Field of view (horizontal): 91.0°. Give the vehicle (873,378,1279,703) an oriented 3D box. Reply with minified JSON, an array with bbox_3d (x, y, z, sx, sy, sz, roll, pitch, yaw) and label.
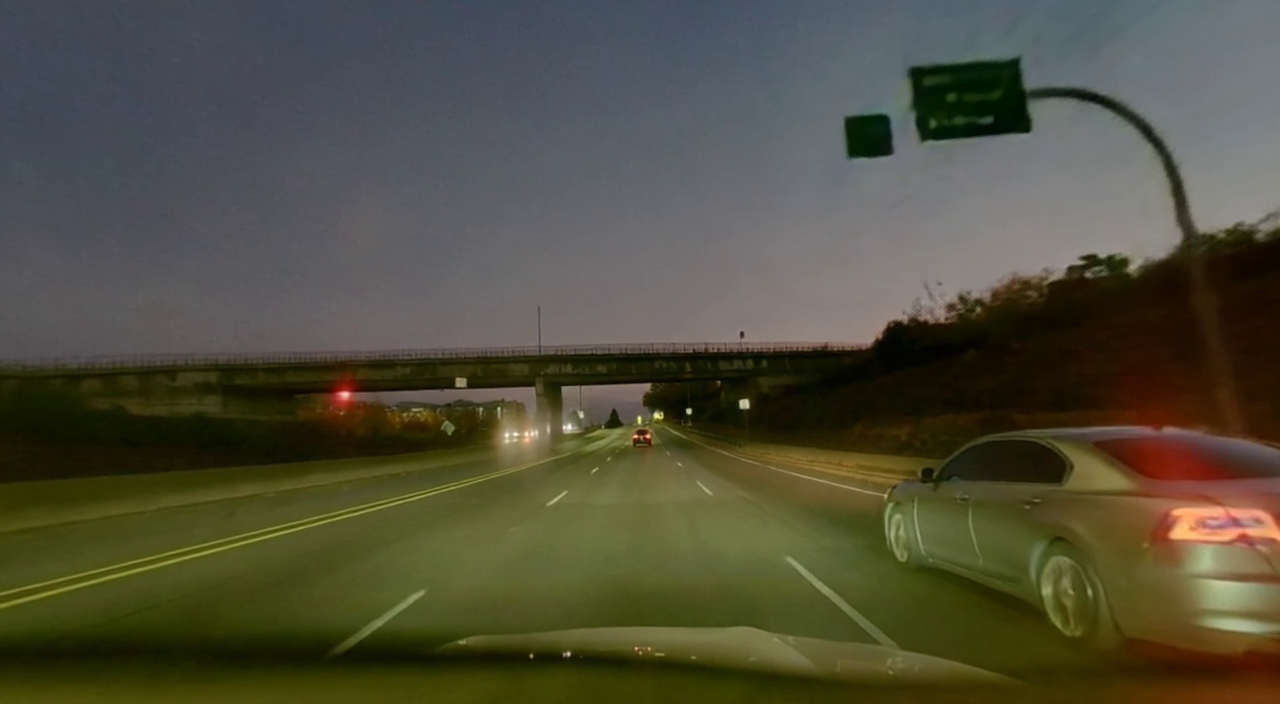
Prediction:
[{"bbox_3d":[3.535,1.173,4.441,2.063,1.542,4.420,0,-9,0],"label":"vehicle"}]
